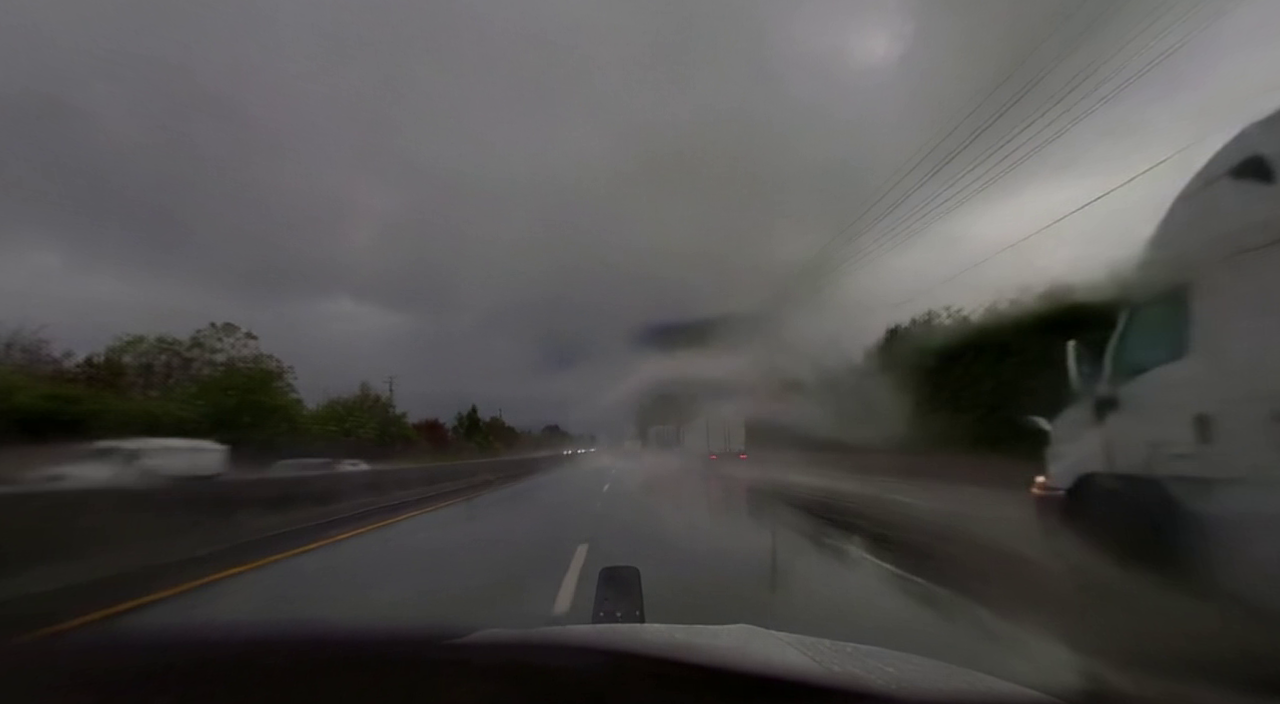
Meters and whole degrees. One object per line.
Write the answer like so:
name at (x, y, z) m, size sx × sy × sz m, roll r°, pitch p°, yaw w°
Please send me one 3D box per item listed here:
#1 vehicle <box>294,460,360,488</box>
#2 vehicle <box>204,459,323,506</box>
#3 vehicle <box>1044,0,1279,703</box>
vehicle at (-19.117, 7.455, 38.602) m, size 1.834 × 1.472 × 4.486 m, roll 0°, pitch -9°, yaw -2°
vehicle at (-14.409, 4.983, 24.408) m, size 1.957 × 1.533 × 4.483 m, roll 0°, pitch -9°, yaw -2°
vehicle at (4.780, -0.360, 1.784) m, size 3.000 × 3.855 × 5.964 m, roll 0°, pitch -9°, yaw -1°
